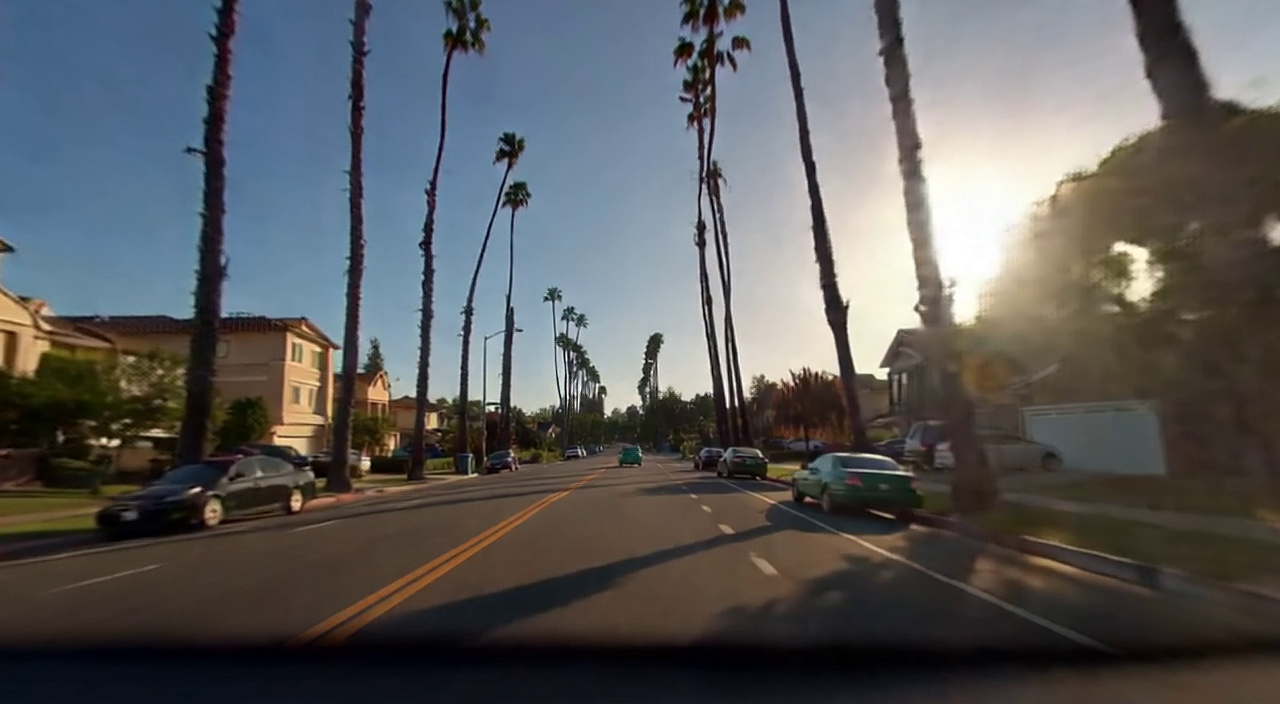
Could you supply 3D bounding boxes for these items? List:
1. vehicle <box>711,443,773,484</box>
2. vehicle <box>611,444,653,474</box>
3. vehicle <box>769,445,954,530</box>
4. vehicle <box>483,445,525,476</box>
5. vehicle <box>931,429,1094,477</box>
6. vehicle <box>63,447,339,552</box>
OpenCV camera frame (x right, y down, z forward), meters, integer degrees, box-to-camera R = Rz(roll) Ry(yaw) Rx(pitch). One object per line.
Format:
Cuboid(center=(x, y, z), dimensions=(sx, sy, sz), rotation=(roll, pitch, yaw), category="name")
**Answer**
Cuboid(center=(4.420, 4.914, 28.260), dimensions=(2.017, 1.646, 5.389), rotation=(0, -9, 2), category="vehicle")
Cuboid(center=(-0.415, 5.649, 33.582), dimensions=(2.098, 1.483, 4.099), rotation=(0, -9, -1), category="vehicle")
Cuboid(center=(4.494, 2.816, 13.897), dimensions=(2.033, 1.495, 5.175), rotation=(0, -9, -2), category="vehicle")
Cuboid(center=(-9.040, 7.226, 42.281), dimensions=(1.945, 1.666, 4.107), rotation=(-3, -6, -1), category="vehicle")
Cuboid(center=(12.499, 3.410, 21.403), dimensions=(4.288, 1.539, 1.934), rotation=(0, -9, -1), category="vehicle")
Cuboid(center=(-8.946, 2.980, 13.748), dimensions=(2.181, 1.527, 5.441), rotation=(-2, -7, 0), category="vehicle")
